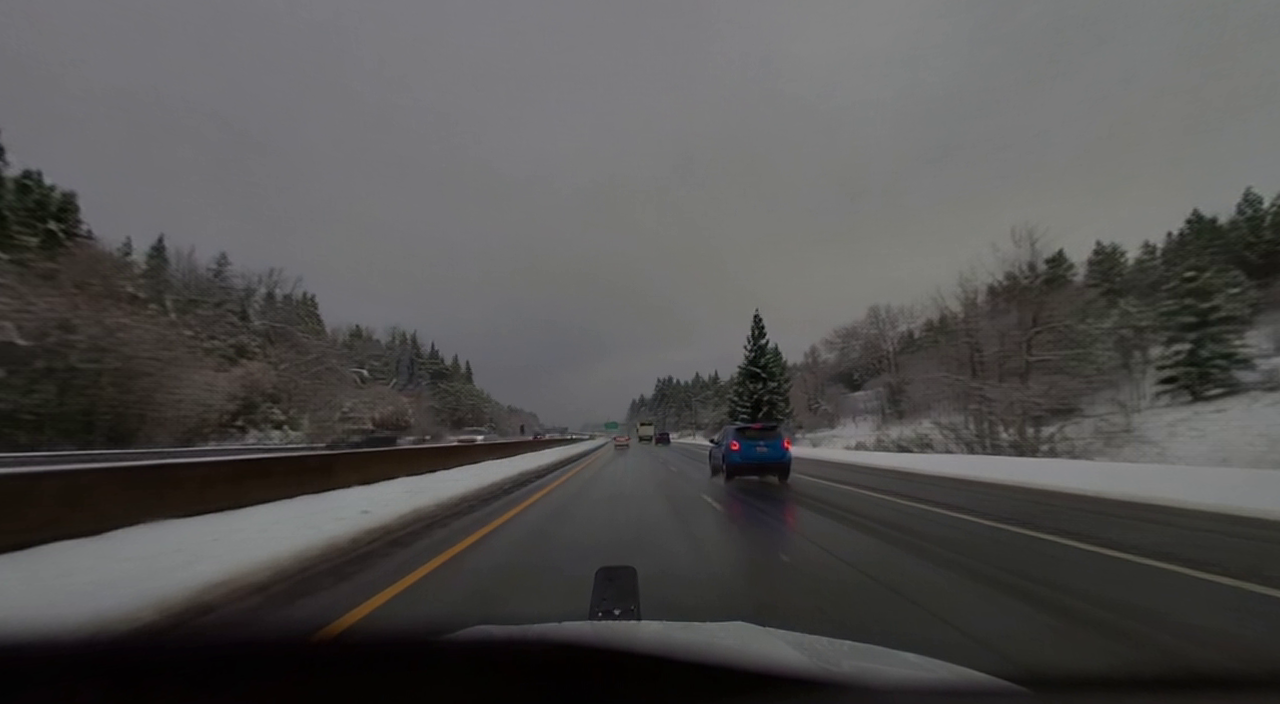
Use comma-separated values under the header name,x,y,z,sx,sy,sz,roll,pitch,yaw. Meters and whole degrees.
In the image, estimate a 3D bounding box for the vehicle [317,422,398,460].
name,x,y,z,sx,sy,sz,roll,pitch,yaw
vehicle,-13.422,4.266,30.277,1.978,1.674,4.294,0,-8,-1

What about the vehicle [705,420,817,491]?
name,x,y,z,sx,sy,sz,roll,pitch,yaw
vehicle,3.108,2.751,17.271,2.085,1.681,4.436,0,-7,-2

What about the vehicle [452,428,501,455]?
name,x,y,z,sx,sy,sz,roll,pitch,yaw
vehicle,-9.387,5.159,36.538,1.841,1.482,3.996,0,-7,-1
